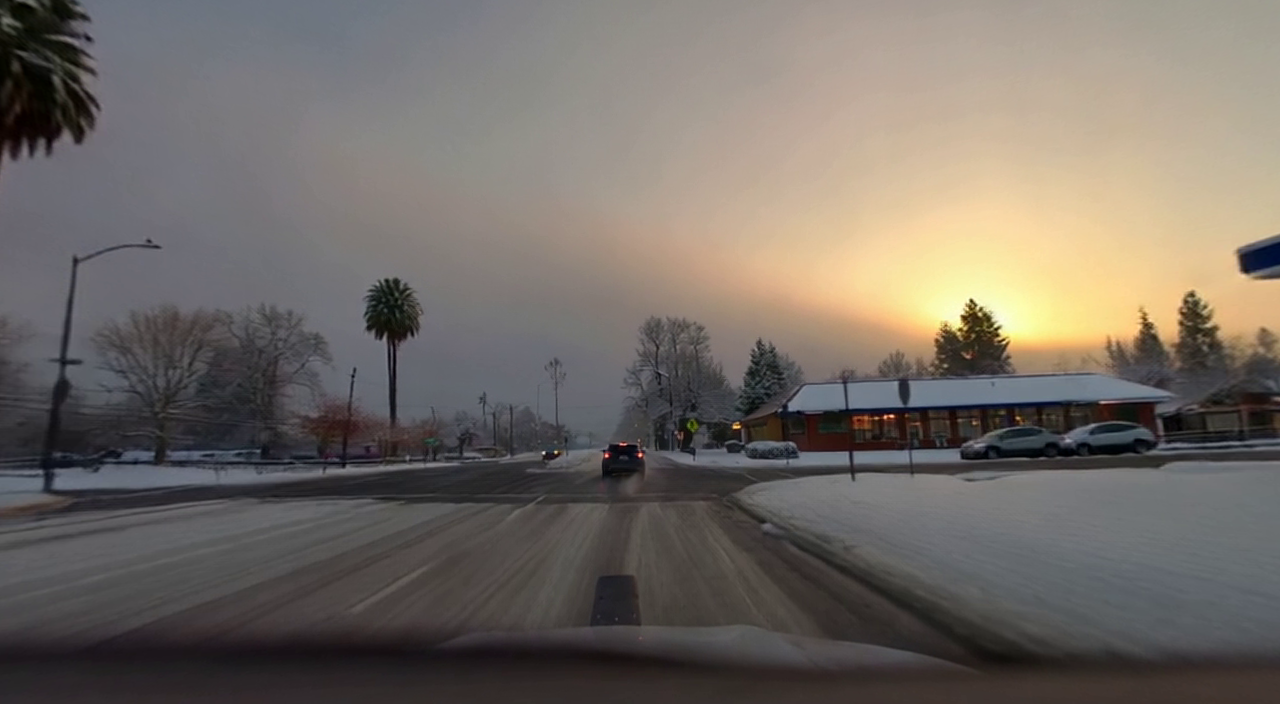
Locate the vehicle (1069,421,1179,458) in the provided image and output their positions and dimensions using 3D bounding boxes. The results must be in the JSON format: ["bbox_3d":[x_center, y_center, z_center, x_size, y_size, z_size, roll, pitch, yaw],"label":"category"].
[{"bbox_3d":[24.680,4.503,32.311,4.025,1.827,1.852,0,-9,-2],"label":"vehicle"}]

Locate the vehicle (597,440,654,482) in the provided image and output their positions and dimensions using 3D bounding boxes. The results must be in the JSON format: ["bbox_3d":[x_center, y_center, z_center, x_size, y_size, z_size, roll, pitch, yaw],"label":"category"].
[{"bbox_3d":[-0.550,4.249,24.876,2.076,1.486,4.119,0,-8,-1],"label":"vehicle"}]

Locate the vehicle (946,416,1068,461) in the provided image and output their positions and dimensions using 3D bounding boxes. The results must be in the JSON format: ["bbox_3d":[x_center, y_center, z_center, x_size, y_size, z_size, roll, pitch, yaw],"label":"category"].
[{"bbox_3d":[18.553,4.416,32.128,4.747,2.178,2.336,0,-9,-2],"label":"vehicle"}]
